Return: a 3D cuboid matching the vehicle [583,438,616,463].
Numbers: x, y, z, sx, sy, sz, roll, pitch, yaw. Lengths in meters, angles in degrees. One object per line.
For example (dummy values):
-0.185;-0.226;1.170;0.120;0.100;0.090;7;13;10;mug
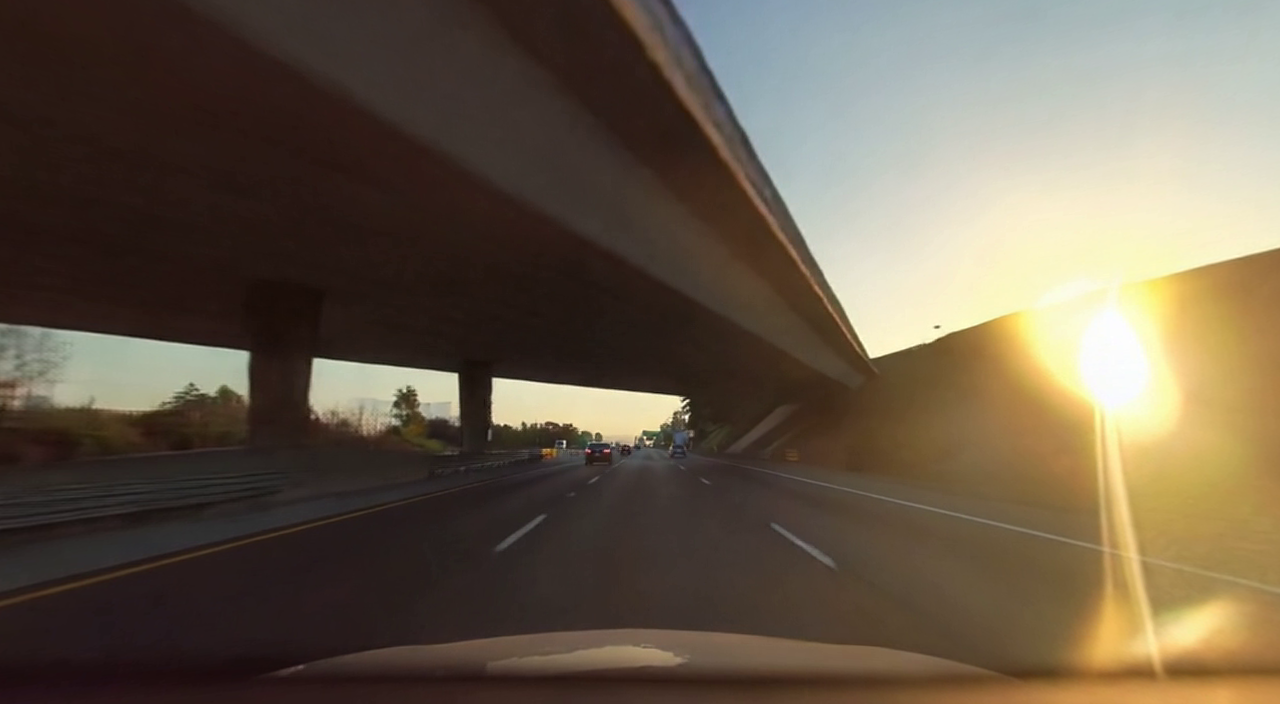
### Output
-3.056;7.553;48.500;2.319;1.738;4.355;0;-8;0;vehicle
